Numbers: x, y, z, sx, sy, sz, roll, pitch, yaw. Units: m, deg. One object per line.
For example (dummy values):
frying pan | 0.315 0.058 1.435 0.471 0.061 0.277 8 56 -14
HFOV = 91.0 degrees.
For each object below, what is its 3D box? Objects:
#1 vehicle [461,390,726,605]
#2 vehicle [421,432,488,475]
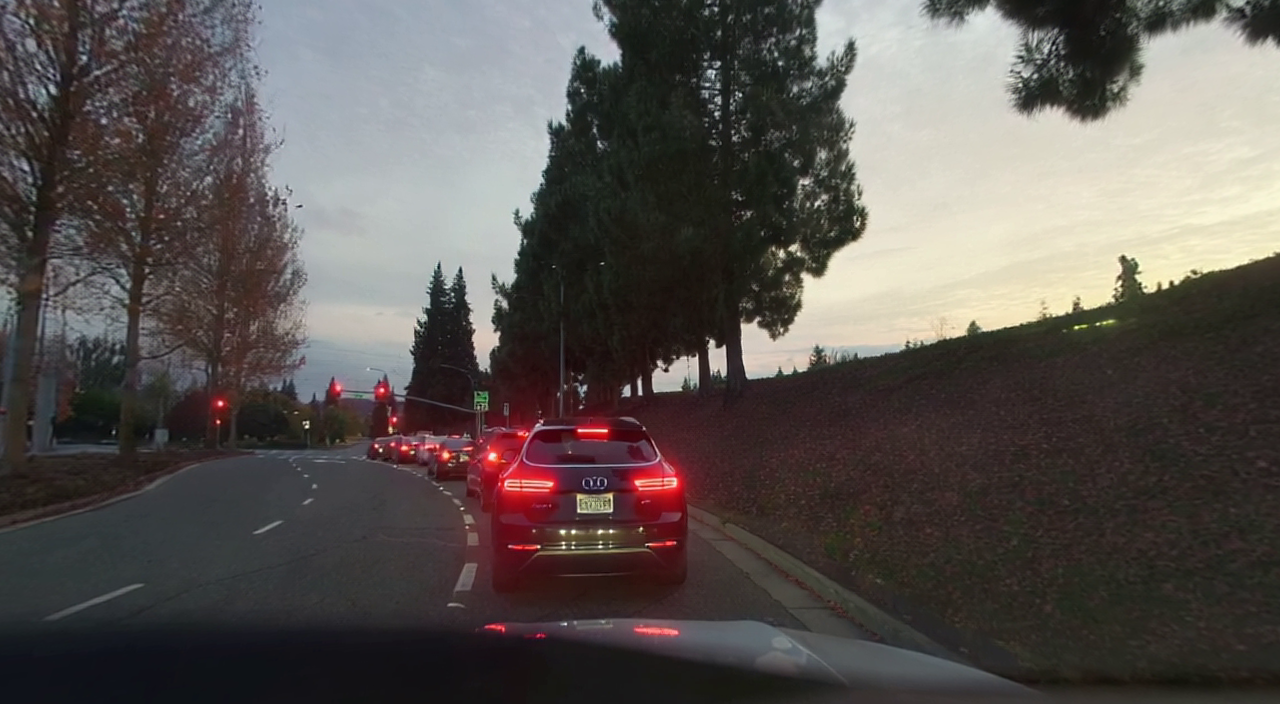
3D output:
vehicle | -0.682 1.455 7.200 2.134 1.671 4.147 1 -8 -10
vehicle | -7.295 3.921 24.495 1.902 1.536 3.662 4 -9 -25
